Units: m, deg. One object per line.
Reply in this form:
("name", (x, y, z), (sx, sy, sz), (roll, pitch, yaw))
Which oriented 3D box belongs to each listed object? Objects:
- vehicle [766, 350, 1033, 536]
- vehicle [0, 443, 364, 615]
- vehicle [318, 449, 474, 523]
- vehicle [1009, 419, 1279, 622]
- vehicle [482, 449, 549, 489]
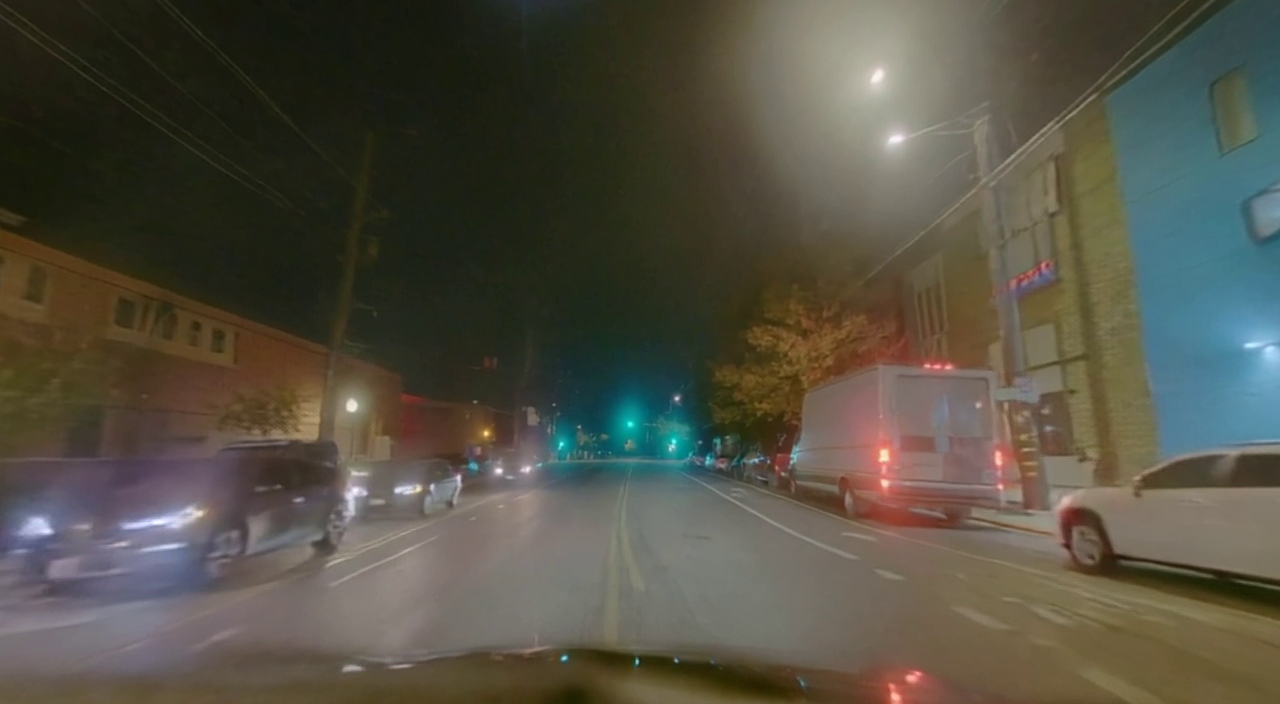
("vehicle", (5.250, 2.135, 14.801), (2.815, 3.203, 7.558), (0, -9, -1))
("vehicle", (-5.334, 1.924, 7.896), (1.807, 1.494, 4.464), (0, -9, -1))
("vehicle", (-5.558, 3.083, 15.119), (1.845, 1.469, 4.413), (-1, -9, 2))
("vehicle", (6.091, 1.521, 6.122), (1.963, 1.646, 4.204), (1, -9, -10))
("vehicle", (-5.086, 4.820, 26.387), (1.925, 1.479, 4.444), (0, -9, 0))
